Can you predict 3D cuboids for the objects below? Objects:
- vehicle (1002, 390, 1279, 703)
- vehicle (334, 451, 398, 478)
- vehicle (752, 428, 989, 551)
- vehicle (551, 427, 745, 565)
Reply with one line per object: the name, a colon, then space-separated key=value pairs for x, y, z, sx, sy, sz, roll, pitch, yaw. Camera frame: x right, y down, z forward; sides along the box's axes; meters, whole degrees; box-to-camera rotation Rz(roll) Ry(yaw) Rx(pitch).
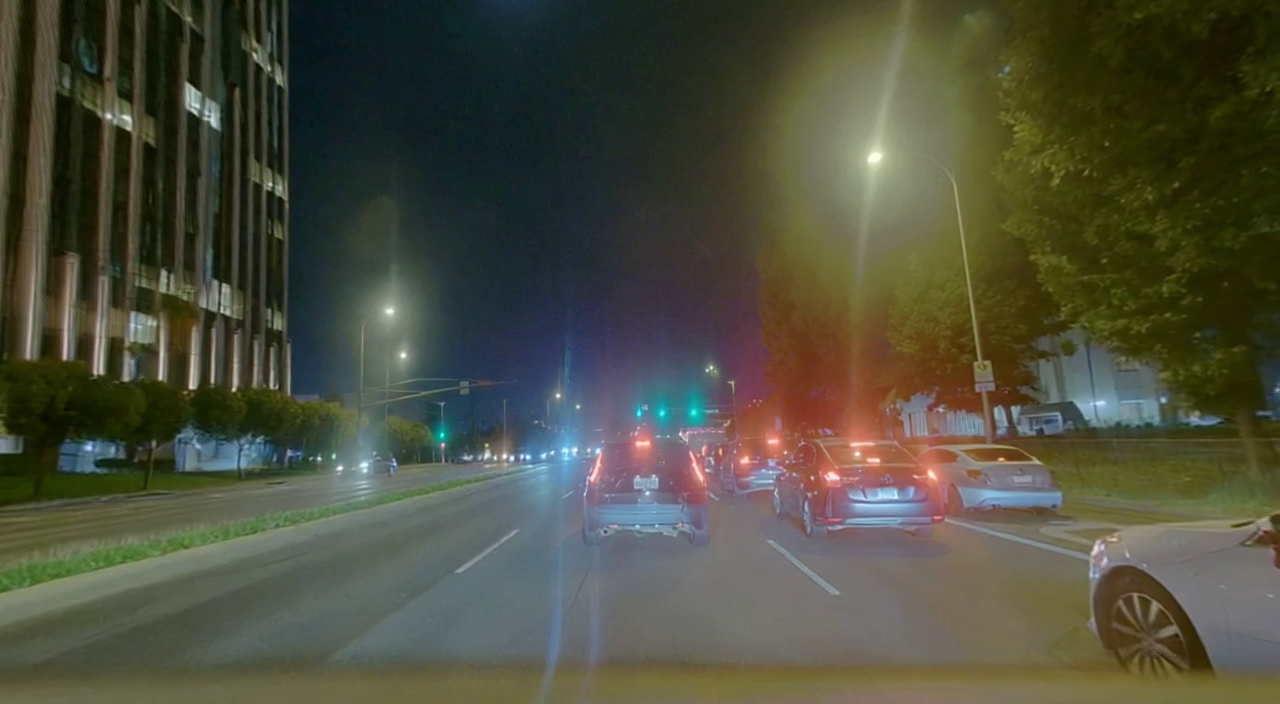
vehicle: x=3.216 y=0.777 z=1.484 sx=1.982 sy=1.491 sz=4.664 roll=0 pitch=-8 yaw=0
vehicle: x=-16.287 y=6.704 z=37.772 sx=1.848 sy=1.447 sz=4.501 roll=0 pitch=-8 yaw=-1
vehicle: x=3.238 y=2.025 z=10.075 sx=1.995 sy=1.483 sz=4.533 roll=0 pitch=-8 yaw=-1
vehicle: x=0.047 y=1.869 z=8.987 sx=2.105 sy=1.474 sz=4.127 roll=0 pitch=-8 yaw=-1
